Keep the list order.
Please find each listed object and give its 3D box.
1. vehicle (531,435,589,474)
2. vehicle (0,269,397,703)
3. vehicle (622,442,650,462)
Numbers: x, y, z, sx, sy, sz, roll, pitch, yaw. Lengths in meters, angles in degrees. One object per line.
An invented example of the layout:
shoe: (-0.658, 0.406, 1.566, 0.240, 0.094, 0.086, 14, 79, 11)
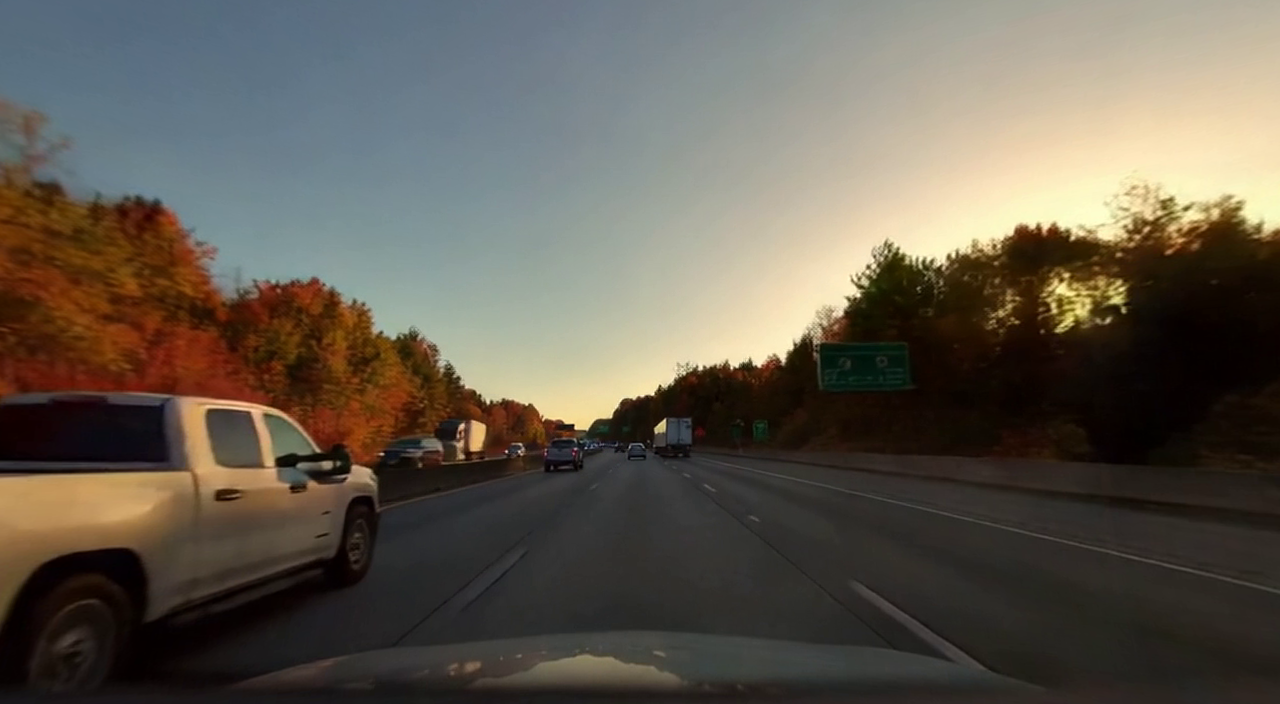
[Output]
vehicle: (-3.684, 4.851, 29.979, 2.077, 1.669, 4.739, 0, -8, 1)
vehicle: (-3.459, 0.805, 3.325, 2.180, 1.916, 5.263, 0, -8, 1)
vehicle: (-0.267, 7.895, 49.790, 2.152, 1.484, 4.211, 0, -8, 0)
